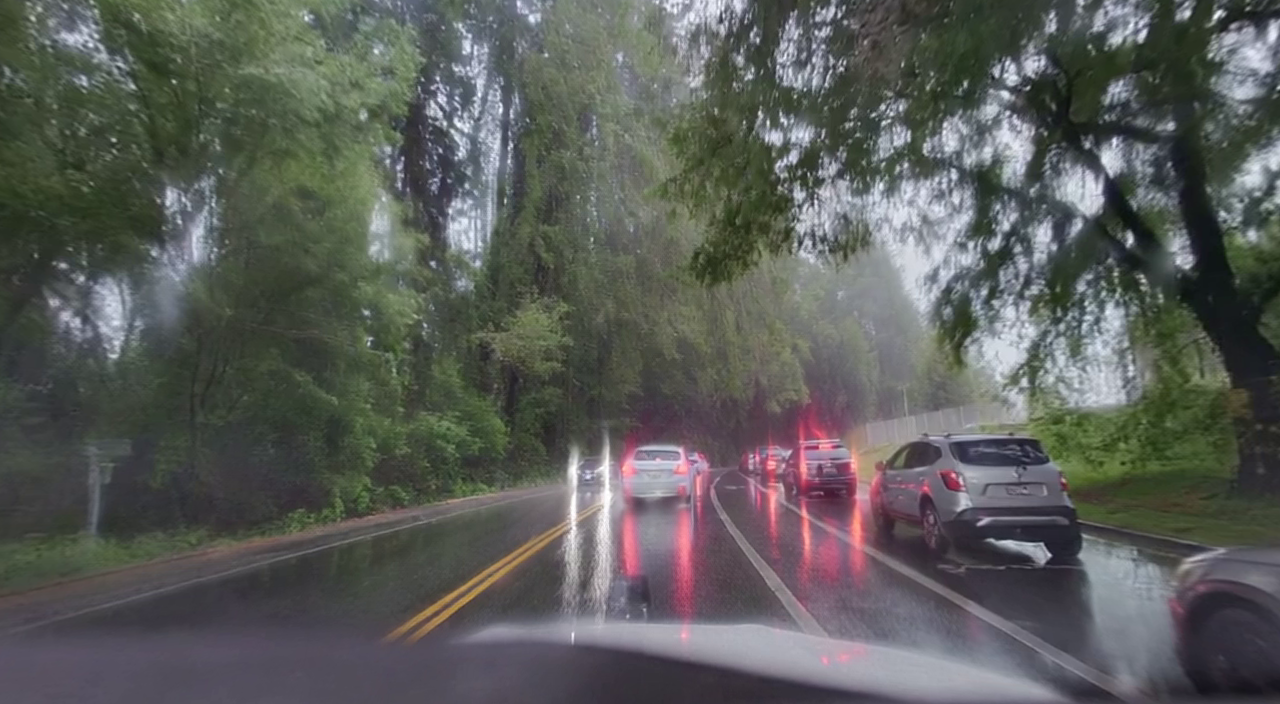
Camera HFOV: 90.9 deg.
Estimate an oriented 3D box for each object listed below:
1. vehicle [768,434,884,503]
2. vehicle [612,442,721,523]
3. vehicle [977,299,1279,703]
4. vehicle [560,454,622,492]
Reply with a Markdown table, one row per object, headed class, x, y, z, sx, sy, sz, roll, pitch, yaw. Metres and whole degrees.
| class | x | y | z | sx | sy | sz | roll | pitch | yaw |
| --- | --- | --- | --- | --- | --- | --- | --- | --- | --- |
| vehicle | 4.934 | 3.145 | 17.461 | 1.957 | 1.629 | 4.609 | 0 | -8 | 2 |
| vehicle | 0.602 | 2.795 | 14.134 | 2.078 | 1.521 | 4.058 | -1 | -8 | 3 |
| vehicle | 3.432 | 0.672 | 1.982 | 2.224 | 1.805 | 4.773 | 0 | -8 | 2 |
| vehicle | -2.251 | 5.776 | 30.347 | 2.087 | 1.449 | 4.575 | -5 | -9 | 5 |
